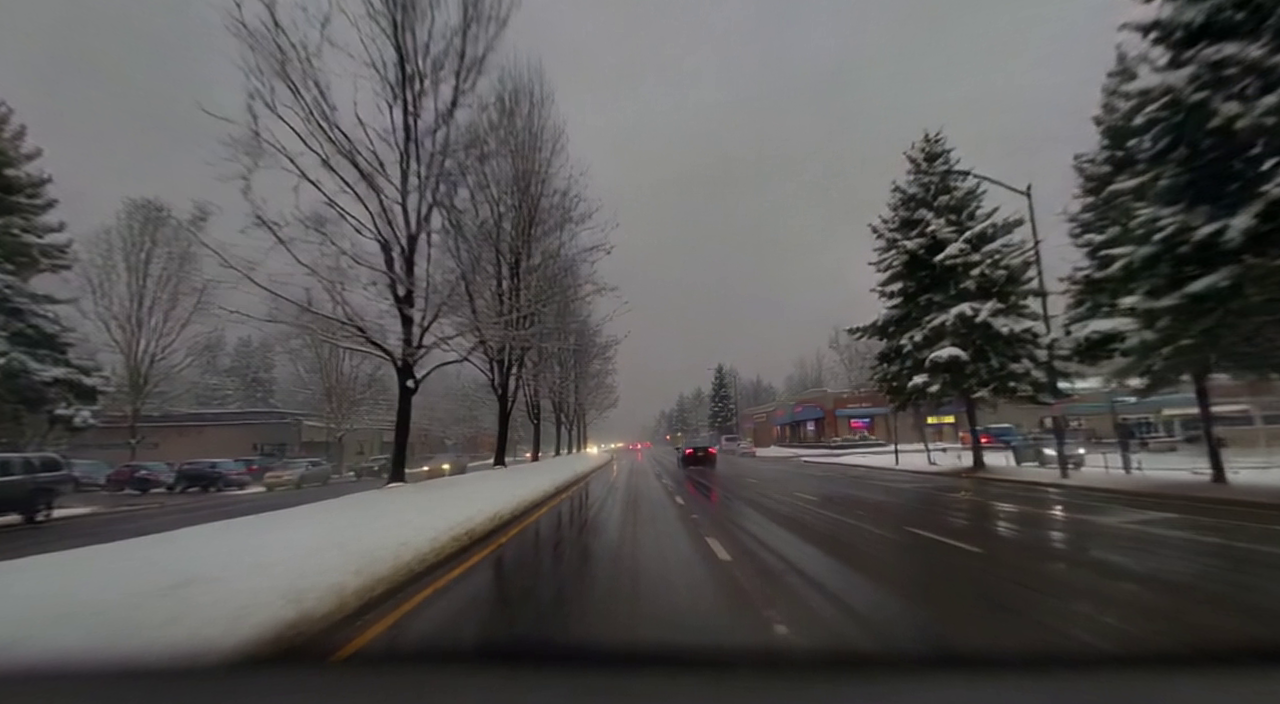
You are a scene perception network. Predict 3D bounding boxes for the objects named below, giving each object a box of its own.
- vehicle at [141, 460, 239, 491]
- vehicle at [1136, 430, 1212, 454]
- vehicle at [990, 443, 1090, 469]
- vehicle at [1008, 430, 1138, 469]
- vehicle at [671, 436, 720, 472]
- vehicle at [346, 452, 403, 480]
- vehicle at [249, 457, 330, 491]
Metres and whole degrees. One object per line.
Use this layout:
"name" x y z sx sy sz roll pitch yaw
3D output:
"vehicle" -24.061 6.611 34.021 1.831 1.452 4.727 0 -9 -1
"vehicle" 41.098 6.972 48.676 1.803 1.703 4.043 7 -11 -37
"vehicle" 23.180 6.023 36.781 1.777 1.432 4.487 7 -11 -37
"vehicle" 25.854 5.852 37.988 2.185 2.098 5.912 6 -11 -35
"vehicle" 2.672 5.082 31.556 1.957 1.643 4.226 0 -9 -2
"vehicle" -18.152 7.799 43.480 2.045 1.727 4.503 0 -9 -1
"vehicle" -17.987 6.257 32.668 1.858 1.600 4.118 0 -9 -1
